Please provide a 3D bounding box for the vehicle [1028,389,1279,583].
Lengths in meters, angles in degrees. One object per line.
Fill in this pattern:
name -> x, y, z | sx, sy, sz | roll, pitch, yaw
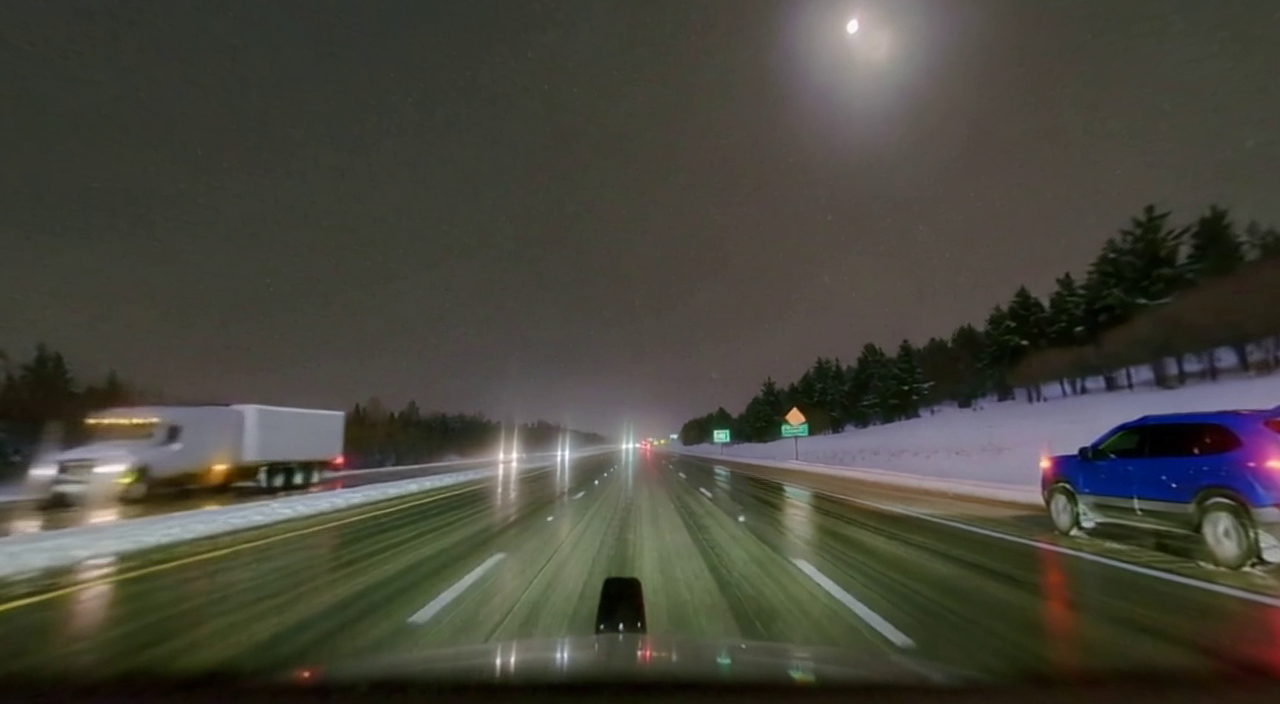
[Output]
vehicle -> 7.264, 1.479, 7.307 | 2.186, 1.848, 5.136 | 0, -9, 0

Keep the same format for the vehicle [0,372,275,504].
vehicle -> -16.840, 3.013, 21.559 | 2.944, 3.531, 9.250 | 0, -9, 1

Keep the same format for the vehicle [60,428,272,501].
vehicle -> -12.956, 3.103, 17.785 | 2.080, 1.752, 4.892 | 0, -9, 1
